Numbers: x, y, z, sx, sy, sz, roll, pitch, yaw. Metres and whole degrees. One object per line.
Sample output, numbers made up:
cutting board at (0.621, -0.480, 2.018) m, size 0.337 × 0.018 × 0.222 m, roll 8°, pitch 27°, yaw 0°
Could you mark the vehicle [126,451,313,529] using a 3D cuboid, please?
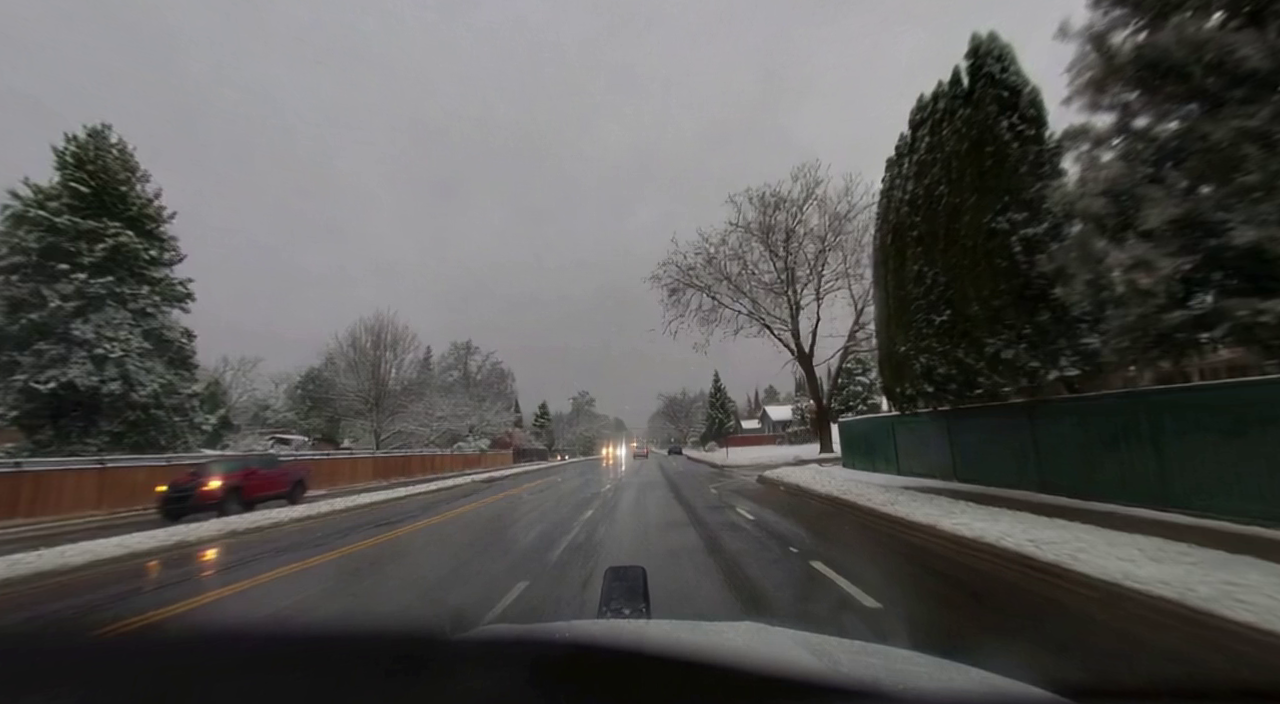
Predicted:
vehicle at (-11.462, 3.735, 17.701) m, size 2.168 × 1.683 × 4.502 m, roll -4°, pitch -8°, yaw 0°
